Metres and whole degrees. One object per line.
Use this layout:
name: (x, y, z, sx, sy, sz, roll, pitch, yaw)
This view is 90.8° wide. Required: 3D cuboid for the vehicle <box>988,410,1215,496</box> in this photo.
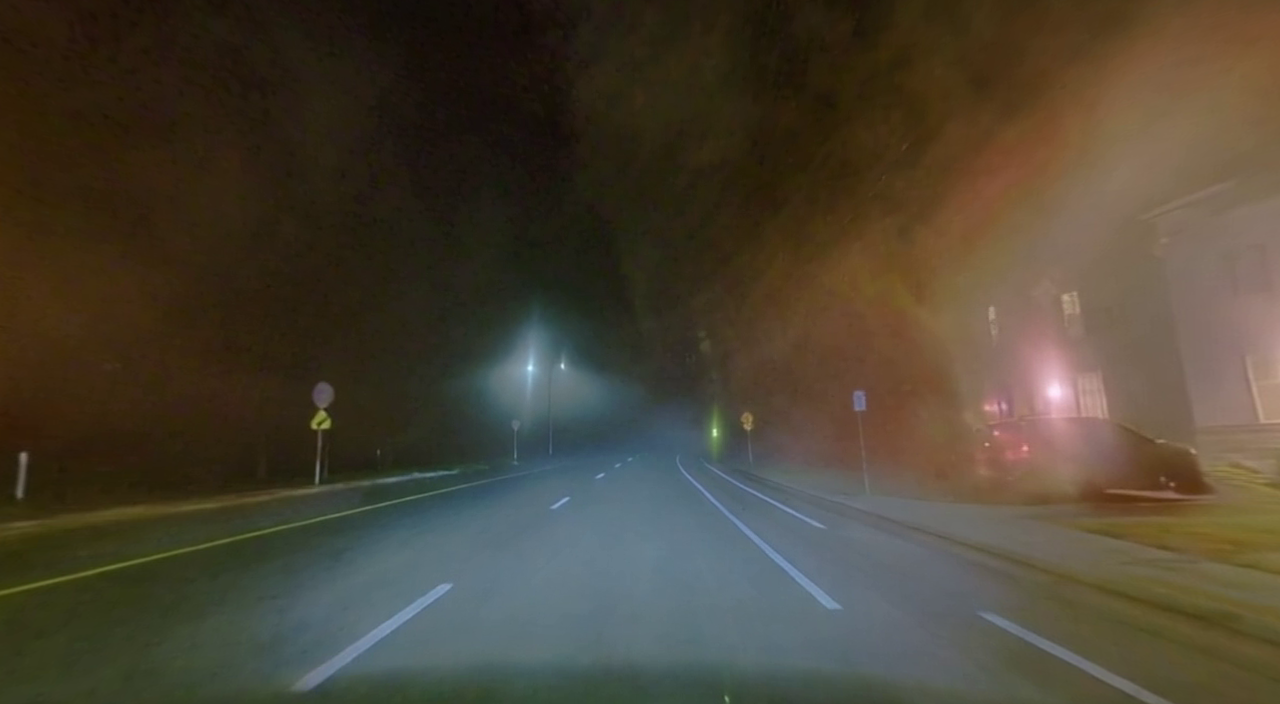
vehicle: (10.467, 2.345, 14.864, 1.938, 1.695, 4.296, 0, -8, -2)
